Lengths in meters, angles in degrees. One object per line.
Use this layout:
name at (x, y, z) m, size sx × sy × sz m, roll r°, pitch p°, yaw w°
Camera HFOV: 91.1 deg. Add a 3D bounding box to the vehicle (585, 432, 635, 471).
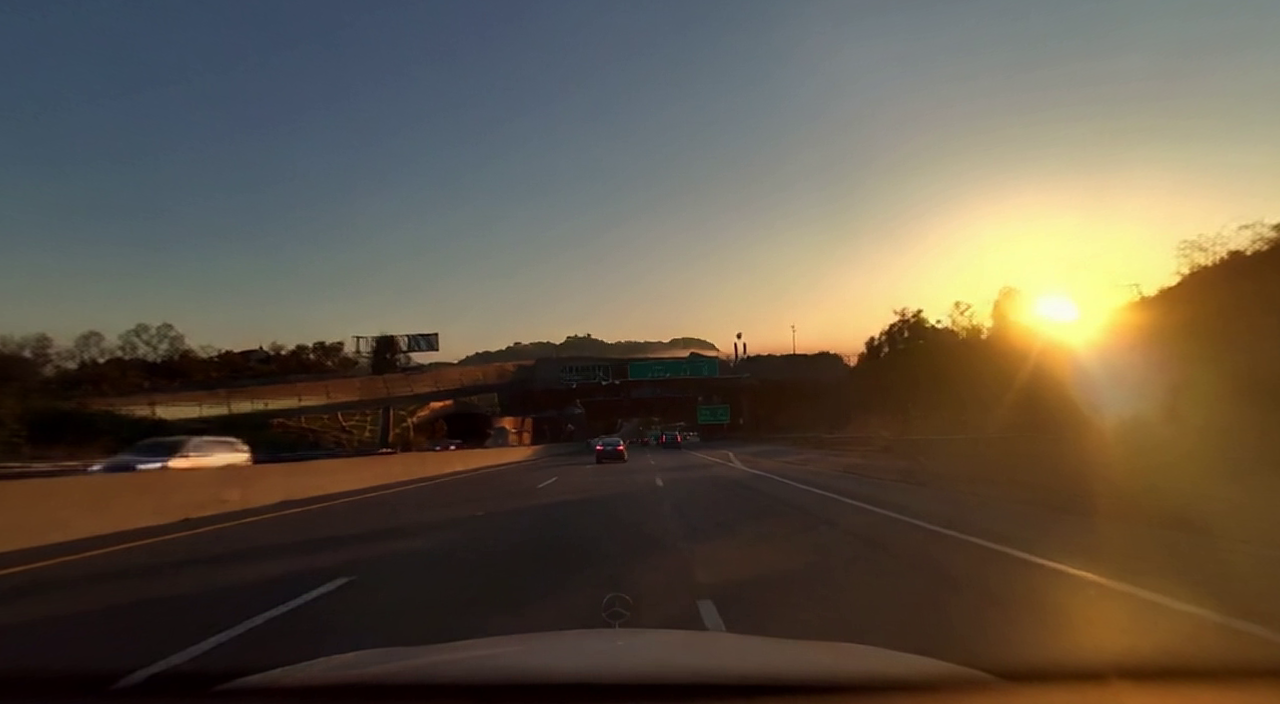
vehicle at (-1.256, 4.424, 28.248) m, size 2.039 × 1.589 × 4.324 m, roll 0°, pitch -8°, yaw 0°
